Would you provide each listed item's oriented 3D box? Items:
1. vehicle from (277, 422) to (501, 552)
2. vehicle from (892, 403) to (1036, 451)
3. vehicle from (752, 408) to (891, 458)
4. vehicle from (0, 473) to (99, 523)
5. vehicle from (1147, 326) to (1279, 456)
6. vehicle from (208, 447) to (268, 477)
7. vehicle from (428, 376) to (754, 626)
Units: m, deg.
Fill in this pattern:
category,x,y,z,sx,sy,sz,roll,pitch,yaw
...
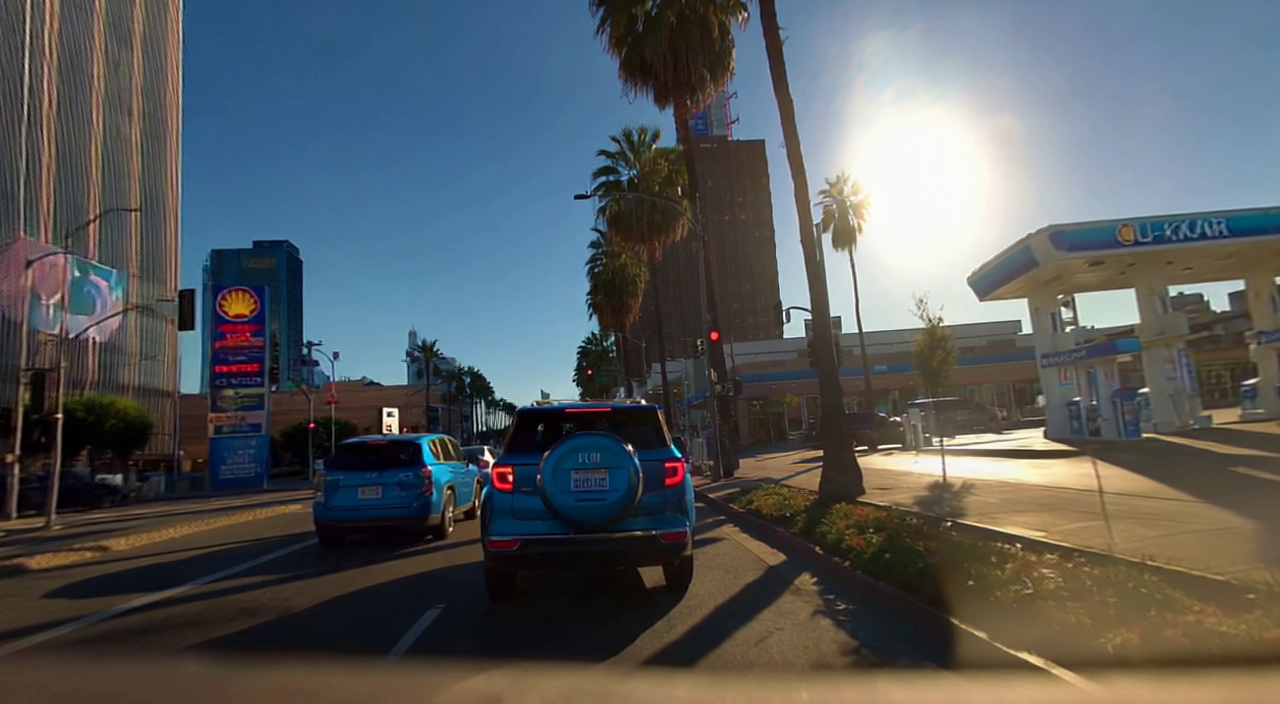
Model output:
category,x,y,z,sx,sy,sz,roll,pitch,yaw
vehicle,-3.868,2.158,10.931,2.097,1.692,5.030,0,-8,-4
vehicle,14.057,3.312,27.683,5.033,1.999,2.259,0,-8,-3
vehicle,7.747,3.517,27.364,5.307,2.076,2.122,0,-8,-5
vehicle,-24.602,5.681,24.728,4.660,1.708,2.331,0,-8,-1
vehicle,9.985,0.610,8.698,4.374,1.571,1.963,0,-8,-4
vehicle,-28.735,7.862,45.262,1.783,1.997,4.000,0,-8,-4
vehicle,-0.544,1.498,7.410,2.519,1.913,4.819,0,-8,-4
